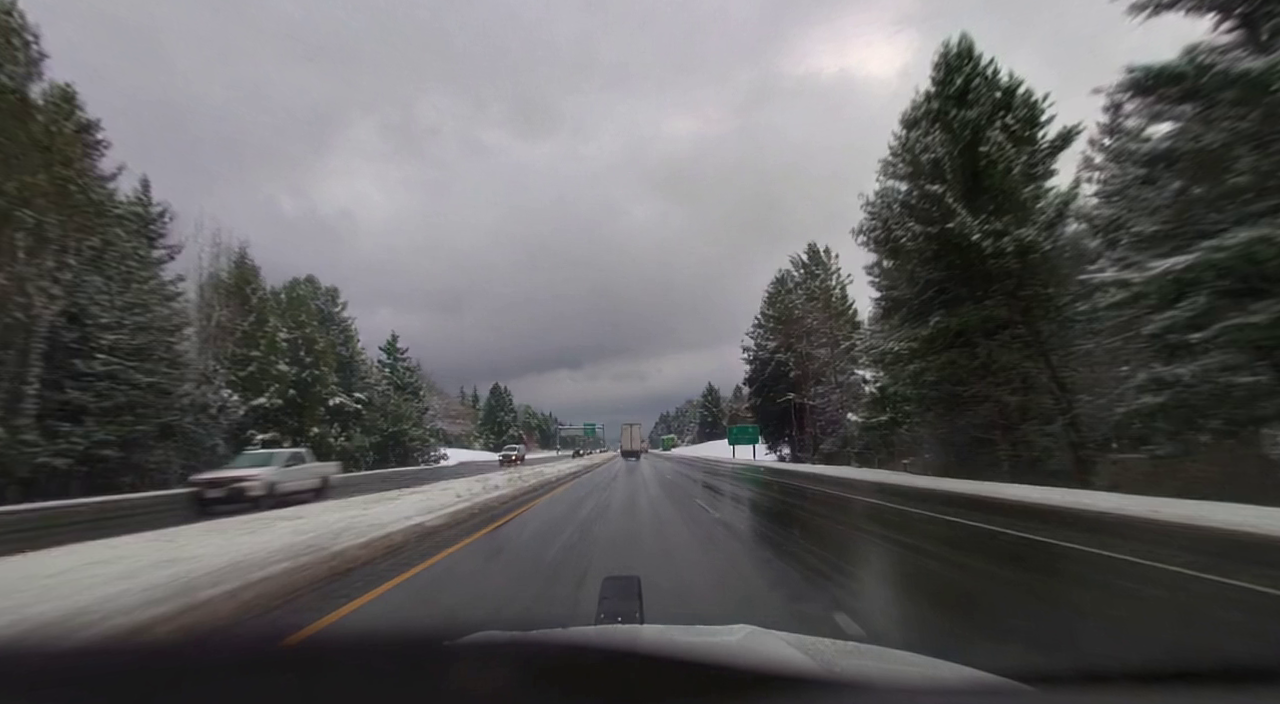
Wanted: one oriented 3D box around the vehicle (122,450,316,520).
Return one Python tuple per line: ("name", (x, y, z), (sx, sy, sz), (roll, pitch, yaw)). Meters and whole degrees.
("vehicle", (-10.800, 3.393, 16.625), (1.938, 1.555, 4.651), (0, -9, 0))
